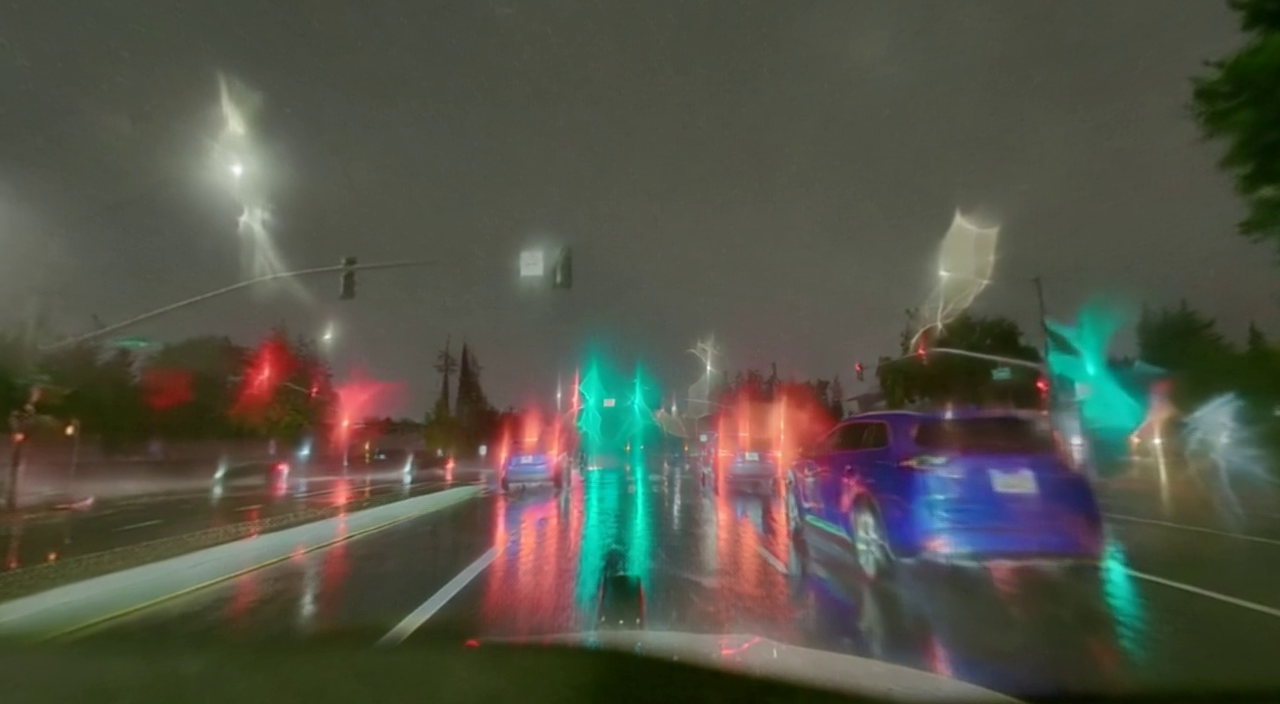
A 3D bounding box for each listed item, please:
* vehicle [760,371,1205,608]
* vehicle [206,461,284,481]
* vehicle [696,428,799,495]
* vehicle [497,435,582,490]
[{"bbox_3d":[2.992,1.360,7.136,2.247,1.738,4.818,0,-8,-1],"label":"vehicle"},{"bbox_3d":[-30.642,9.237,49.089,4.817,1.482,1.829,0,-8,-2],"label":"vehicle"},{"bbox_3d":[2.910,3.104,18.247,2.099,1.671,4.491,0,-8,-1],"label":"vehicle"},{"bbox_3d":[-3.006,3.392,19.714,1.969,1.513,3.773,0,-8,1],"label":"vehicle"}]
